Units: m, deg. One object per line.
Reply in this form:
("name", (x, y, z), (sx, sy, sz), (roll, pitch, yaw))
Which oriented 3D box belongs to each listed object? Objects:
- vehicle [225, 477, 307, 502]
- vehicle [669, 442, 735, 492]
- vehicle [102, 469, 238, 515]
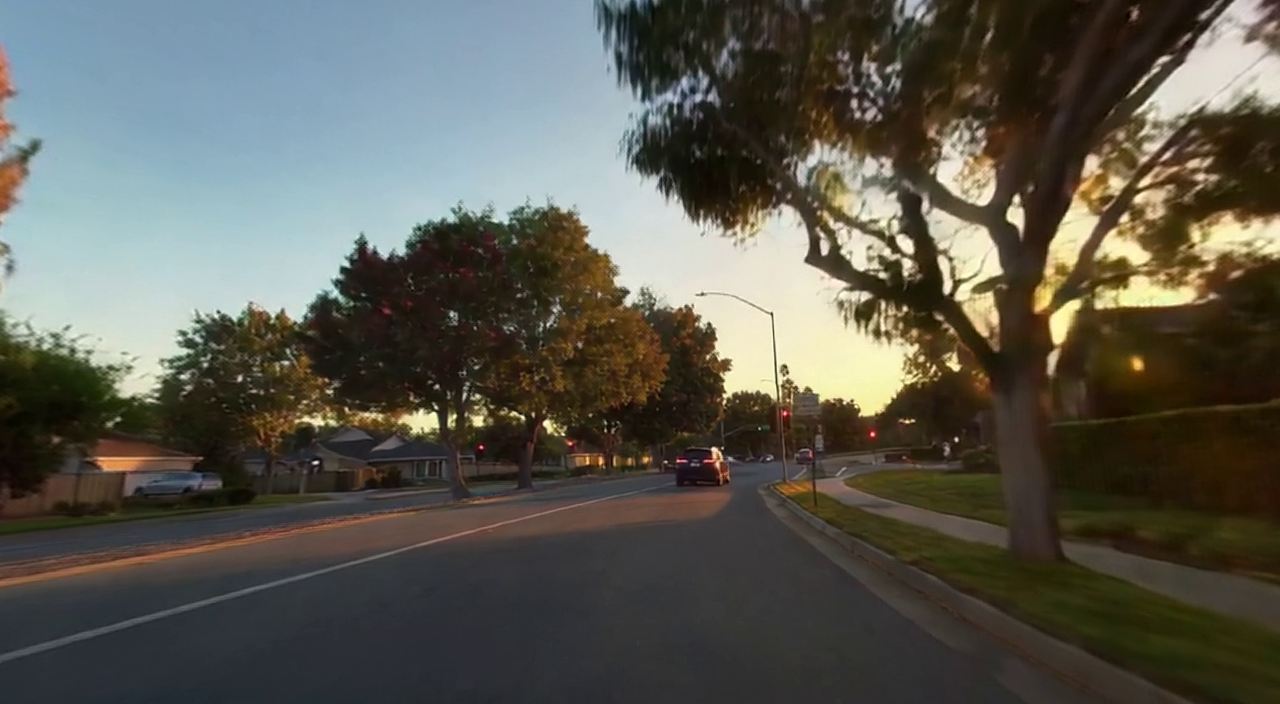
("vehicle", (-28.524, 10.460, 48.106), (4.697, 1.691, 2.486), (0, -8, -2))
("vehicle", (2.773, 4.904, 27.300), (2.059, 1.908, 4.714), (-3, -9, 15))
("vehicle", (-23.476, 6.972, 31.838), (2.332, 1.896, 5.688), (-1, -9, 2))
